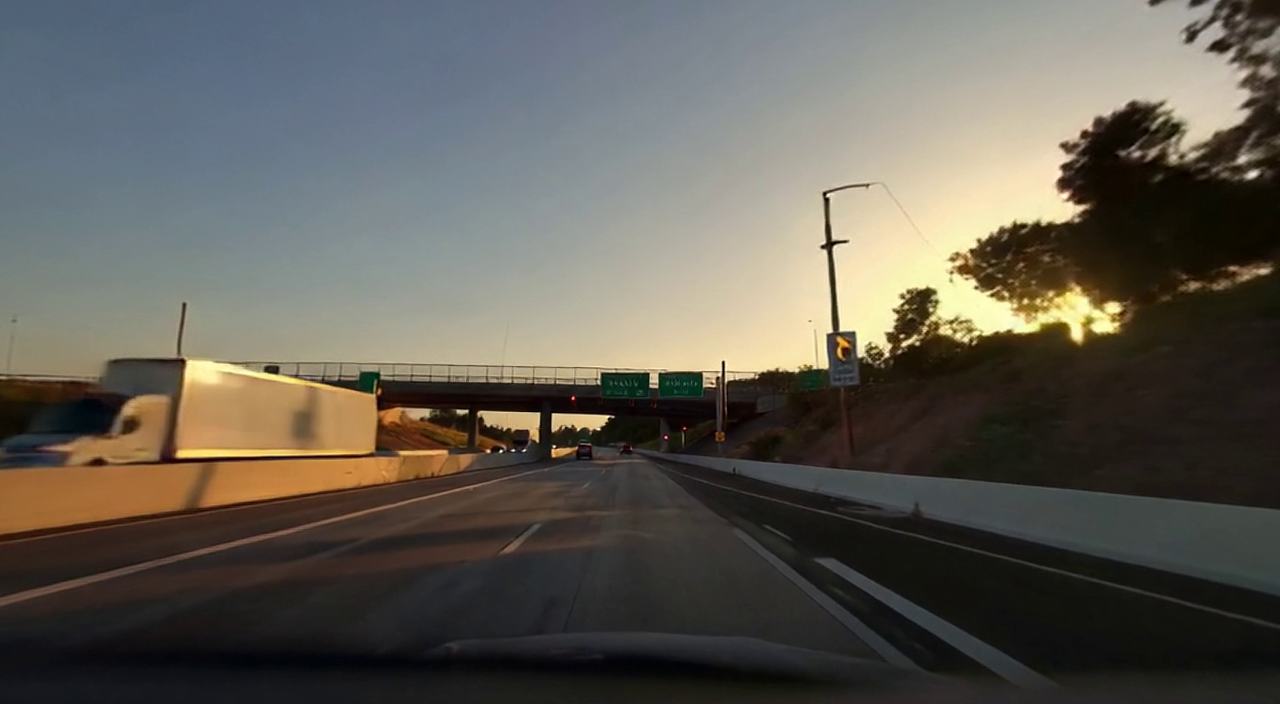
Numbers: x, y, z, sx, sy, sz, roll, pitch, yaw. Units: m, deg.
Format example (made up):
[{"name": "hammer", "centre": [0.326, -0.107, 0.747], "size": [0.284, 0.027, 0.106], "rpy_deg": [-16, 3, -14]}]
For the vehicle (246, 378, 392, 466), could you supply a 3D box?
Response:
[{"name": "vehicle", "centre": [-15.610, 3.670, 31.683], "size": [2.883, 3.846, 8.312], "rpy_deg": [0, -9, 0]}]

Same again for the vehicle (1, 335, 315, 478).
[{"name": "vehicle", "centre": [-15.611, 2.236, 22.209], "size": [2.962, 3.855, 10.399], "rpy_deg": [0, -9, -1]}]
